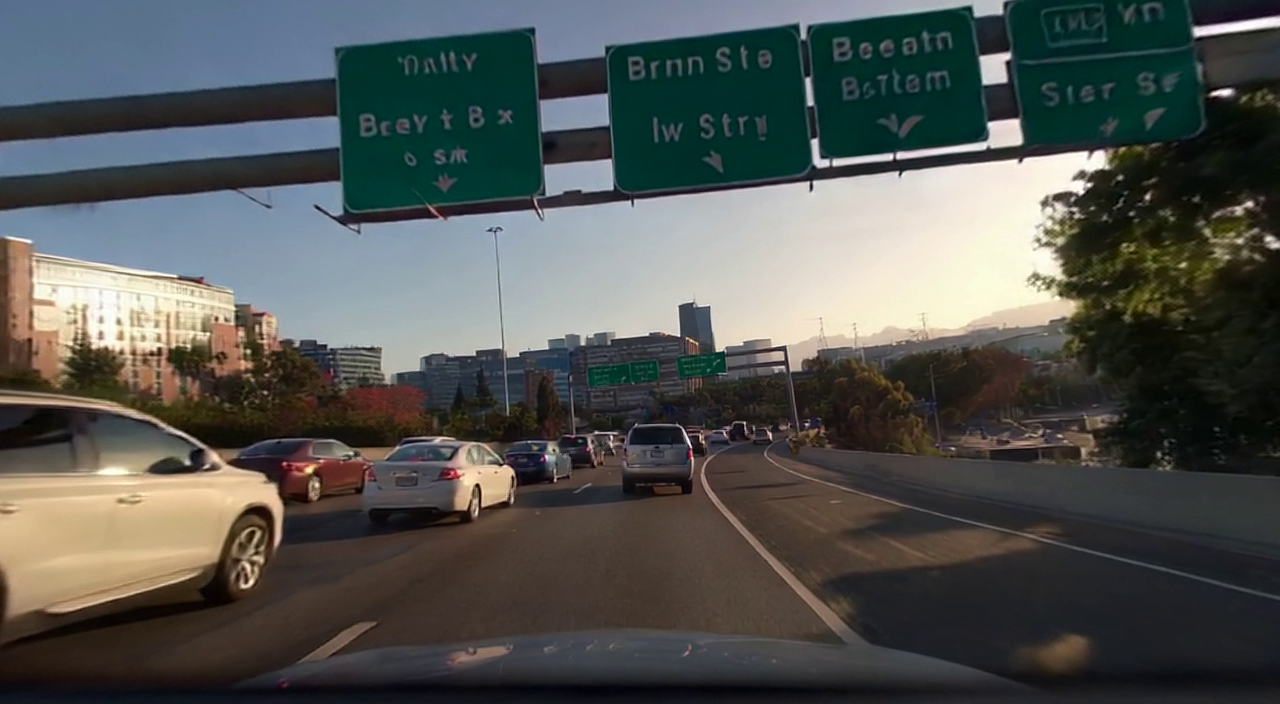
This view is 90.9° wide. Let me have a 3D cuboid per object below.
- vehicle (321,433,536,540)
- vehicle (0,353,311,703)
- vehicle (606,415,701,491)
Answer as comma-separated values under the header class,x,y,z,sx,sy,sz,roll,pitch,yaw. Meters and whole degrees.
class,x,y,z,sx,sy,sz,roll,pitch,yaw
vehicle,-3.420,2.282,11.491,1.998,1.494,5.020,0,-9,3
vehicle,-4.207,1.079,4.106,1.850,1.862,4.150,0,-9,0
vehicle,0.524,3.213,20.342,2.616,2.063,5.933,0,-9,3
